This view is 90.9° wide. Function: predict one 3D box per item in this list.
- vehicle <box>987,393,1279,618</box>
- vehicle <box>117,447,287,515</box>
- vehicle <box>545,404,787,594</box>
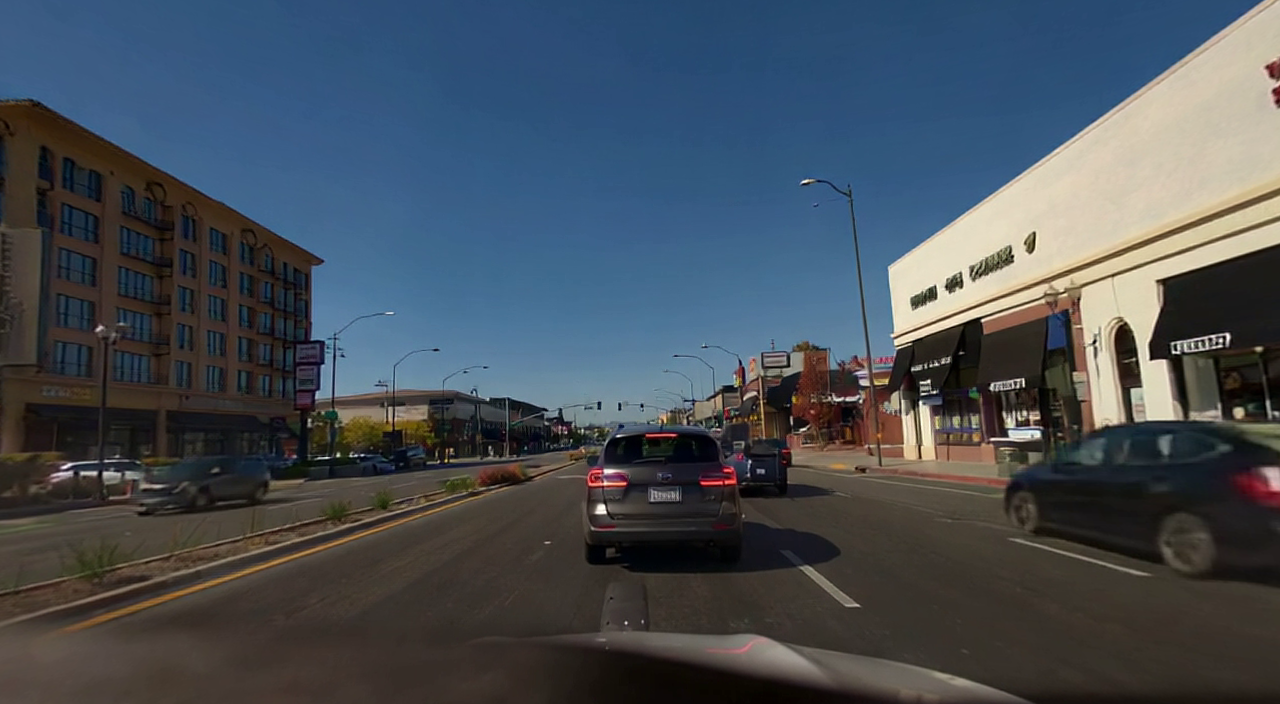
[{"bbox_3d":[5.819,1.413,6.594,2.086,1.627,4.294,-1,-8,3],"label":"vehicle"},{"bbox_3d":[-12.397,3.610,18.280,1.965,1.695,4.284,0,-8,-3],"label":"vehicle"},{"bbox_3d":[0.221,1.585,7.584,2.125,1.669,3.880,0,-8,0],"label":"vehicle"}]
